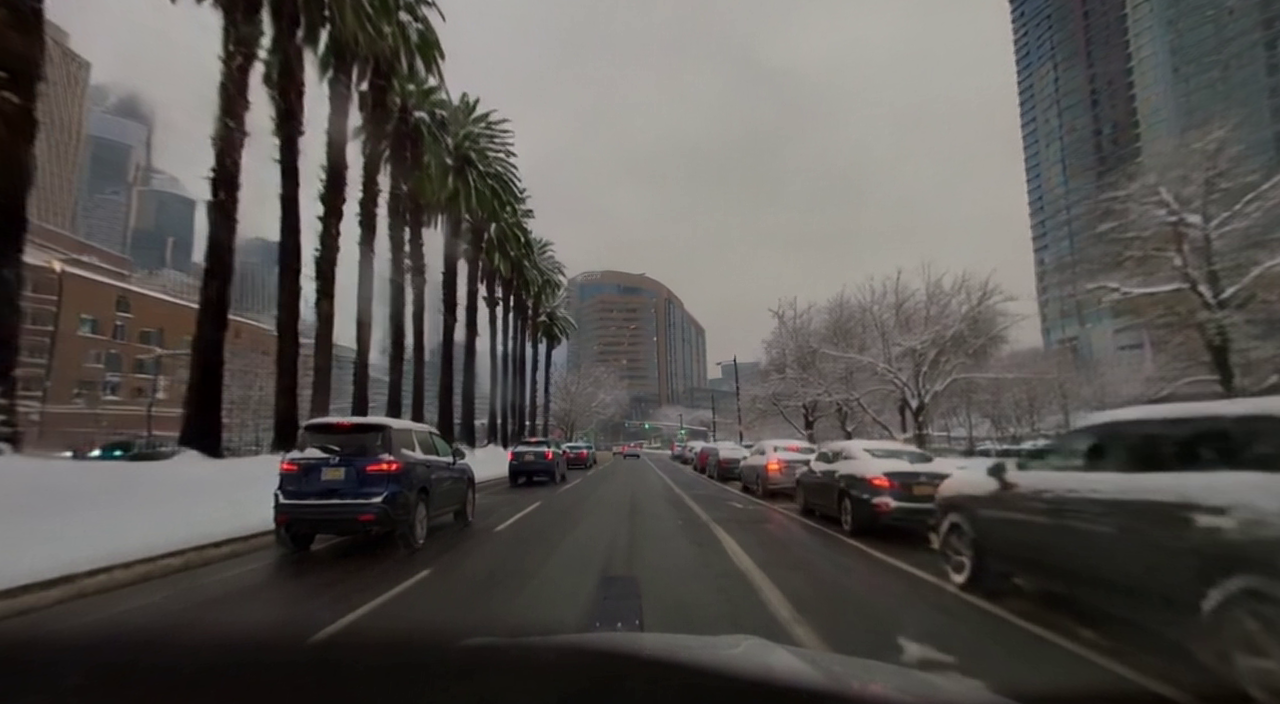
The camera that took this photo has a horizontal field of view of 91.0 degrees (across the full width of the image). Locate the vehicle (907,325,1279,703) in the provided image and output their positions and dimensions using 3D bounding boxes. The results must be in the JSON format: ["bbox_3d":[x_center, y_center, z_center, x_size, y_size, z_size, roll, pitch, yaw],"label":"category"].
[{"bbox_3d":[4.049,1.037,4.388,2.035,1.902,5.079,0,-8,-1],"label":"vehicle"}]

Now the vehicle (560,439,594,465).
[{"bbox_3d":[-4.227,6.756,42.734,1.955,1.637,4.243,0,-8,-1],"label":"vehicle"}]

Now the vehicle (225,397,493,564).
[{"bbox_3d":[-3.540,1.700,8.978,1.800,1.797,4.224,0,-8,1],"label":"vehicle"}]

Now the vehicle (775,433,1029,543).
[{"bbox_3d":[4.019,2.172,10.822,2.138,1.447,4.793,0,-8,-2],"label":"vehicle"}]

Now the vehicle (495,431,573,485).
[{"bbox_3d":[-3.684,3.766,22.668,2.014,1.740,4.392,0,-8,0],"label":"vehicle"}]

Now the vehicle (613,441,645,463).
[{"bbox_3d":[-0.816,6.908,43.512,2.036,1.461,3.890,1,-8,-4],"label":"vehicle"}]
